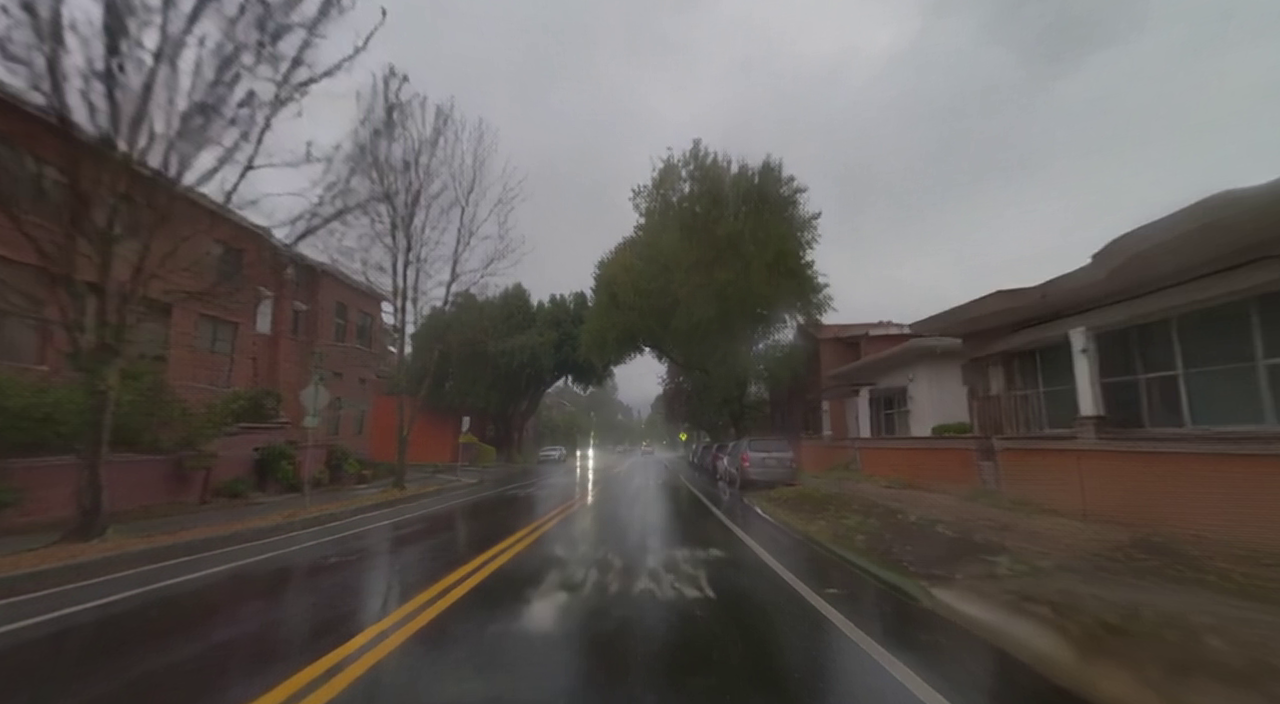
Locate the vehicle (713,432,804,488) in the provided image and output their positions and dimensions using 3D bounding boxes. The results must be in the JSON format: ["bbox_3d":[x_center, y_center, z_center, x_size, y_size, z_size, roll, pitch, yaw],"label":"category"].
[{"bbox_3d":[4.023,3.760,22.292,1.937,1.752,4.574,1,-9,-5],"label":"vehicle"}]
